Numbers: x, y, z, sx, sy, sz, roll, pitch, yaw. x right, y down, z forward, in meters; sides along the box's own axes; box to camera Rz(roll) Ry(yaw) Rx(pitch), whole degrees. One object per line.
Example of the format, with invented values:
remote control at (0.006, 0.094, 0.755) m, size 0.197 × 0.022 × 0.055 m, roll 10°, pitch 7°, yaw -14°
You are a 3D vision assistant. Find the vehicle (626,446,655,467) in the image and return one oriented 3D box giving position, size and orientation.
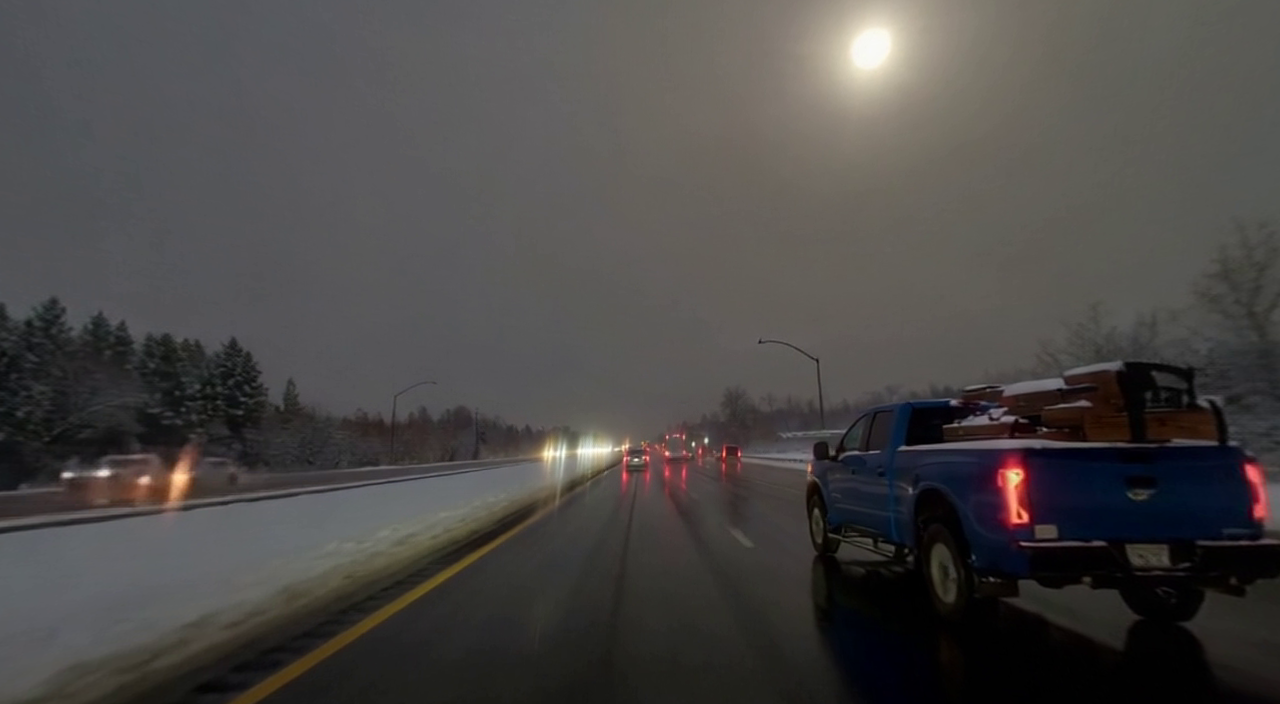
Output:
vehicle at (0.055, 7.695, 46.584) m, size 2.030 × 1.473 × 3.926 m, roll 0°, pitch -9°, yaw 0°

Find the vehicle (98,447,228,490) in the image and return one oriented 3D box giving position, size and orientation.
vehicle at (-21.414, 5.221, 28.603) m, size 2.082 × 1.753 × 4.783 m, roll 0°, pitch -9°, yaw 1°

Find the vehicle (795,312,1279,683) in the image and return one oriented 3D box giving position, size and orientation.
vehicle at (3.472, 1.210, 6.379) m, size 2.354 × 2.079 × 5.586 m, roll 0°, pitch -9°, yaw 0°

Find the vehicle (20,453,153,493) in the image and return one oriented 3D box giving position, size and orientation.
vehicle at (-25.119, 5.457, 28.841) m, size 1.927 × 1.614 × 4.512 m, roll 0°, pitch -9°, yaw 1°

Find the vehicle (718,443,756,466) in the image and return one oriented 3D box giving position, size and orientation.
vehicle at (7.443, 7.916, 48.755) m, size 2.189 × 1.704 × 4.521 m, roll 0°, pitch -9°, yaw 0°
